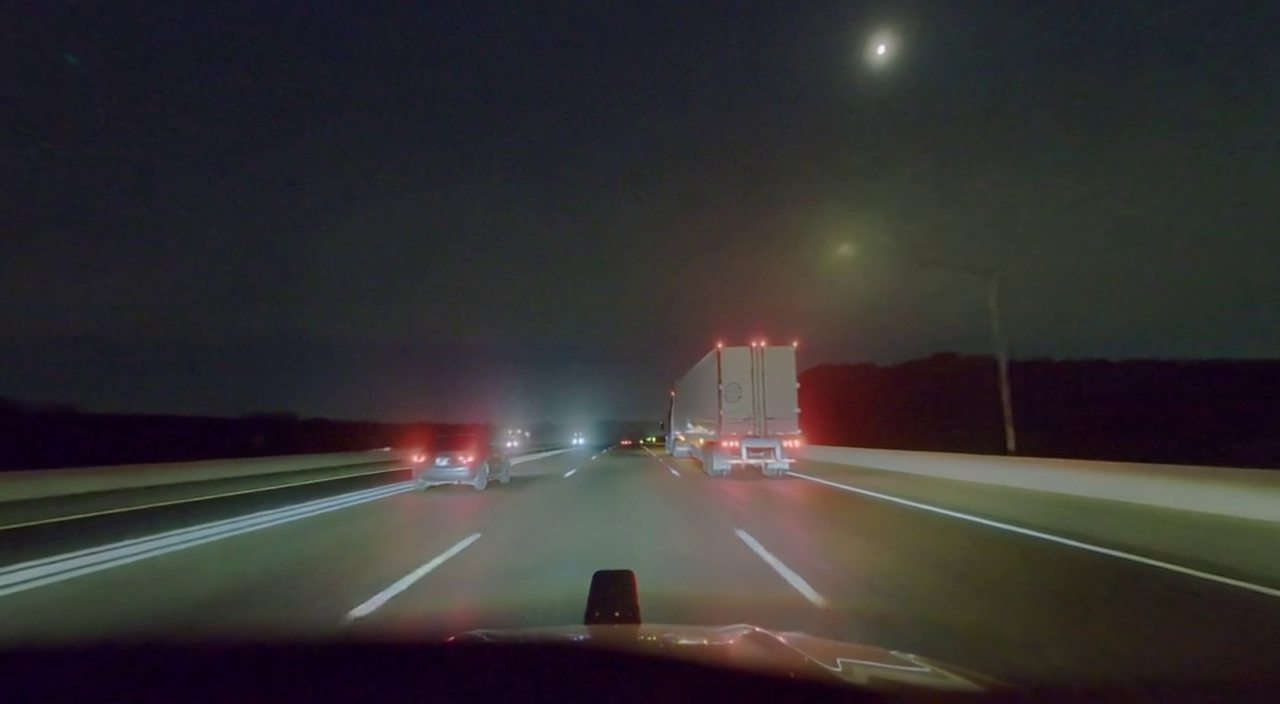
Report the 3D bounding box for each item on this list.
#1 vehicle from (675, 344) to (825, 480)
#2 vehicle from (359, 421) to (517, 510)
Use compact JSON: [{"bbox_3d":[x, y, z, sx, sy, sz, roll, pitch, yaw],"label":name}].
[{"bbox_3d":[3.841,3.007,28.054,3.144,4.168,17.594,0,-8,-1],"label":"vehicle"},{"bbox_3d":[-4.083,2.344,13.539,2.044,1.604,4.144,0,-8,-1],"label":"vehicle"}]
